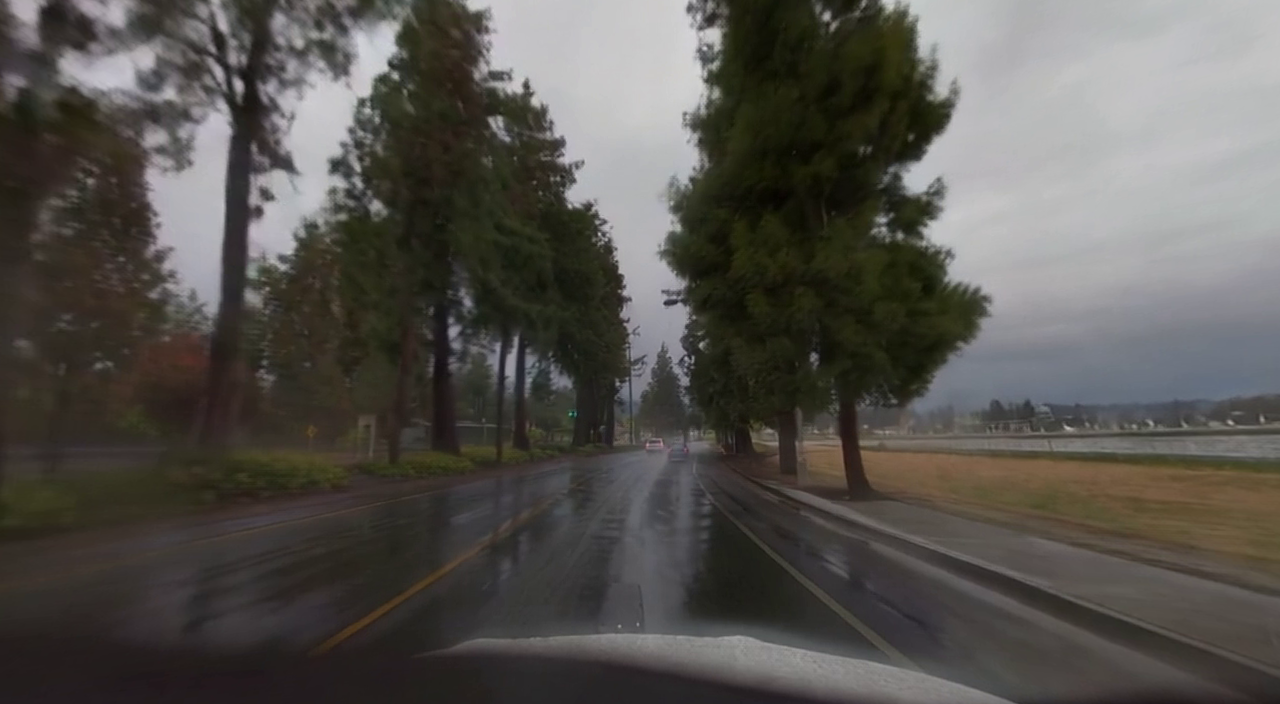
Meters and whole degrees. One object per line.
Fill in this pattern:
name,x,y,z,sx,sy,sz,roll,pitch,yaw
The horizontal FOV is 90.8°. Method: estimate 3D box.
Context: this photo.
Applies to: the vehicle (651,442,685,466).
vehicle,1.965,6.920,43.058,2.071,1.474,4.047,-1,-8,6
